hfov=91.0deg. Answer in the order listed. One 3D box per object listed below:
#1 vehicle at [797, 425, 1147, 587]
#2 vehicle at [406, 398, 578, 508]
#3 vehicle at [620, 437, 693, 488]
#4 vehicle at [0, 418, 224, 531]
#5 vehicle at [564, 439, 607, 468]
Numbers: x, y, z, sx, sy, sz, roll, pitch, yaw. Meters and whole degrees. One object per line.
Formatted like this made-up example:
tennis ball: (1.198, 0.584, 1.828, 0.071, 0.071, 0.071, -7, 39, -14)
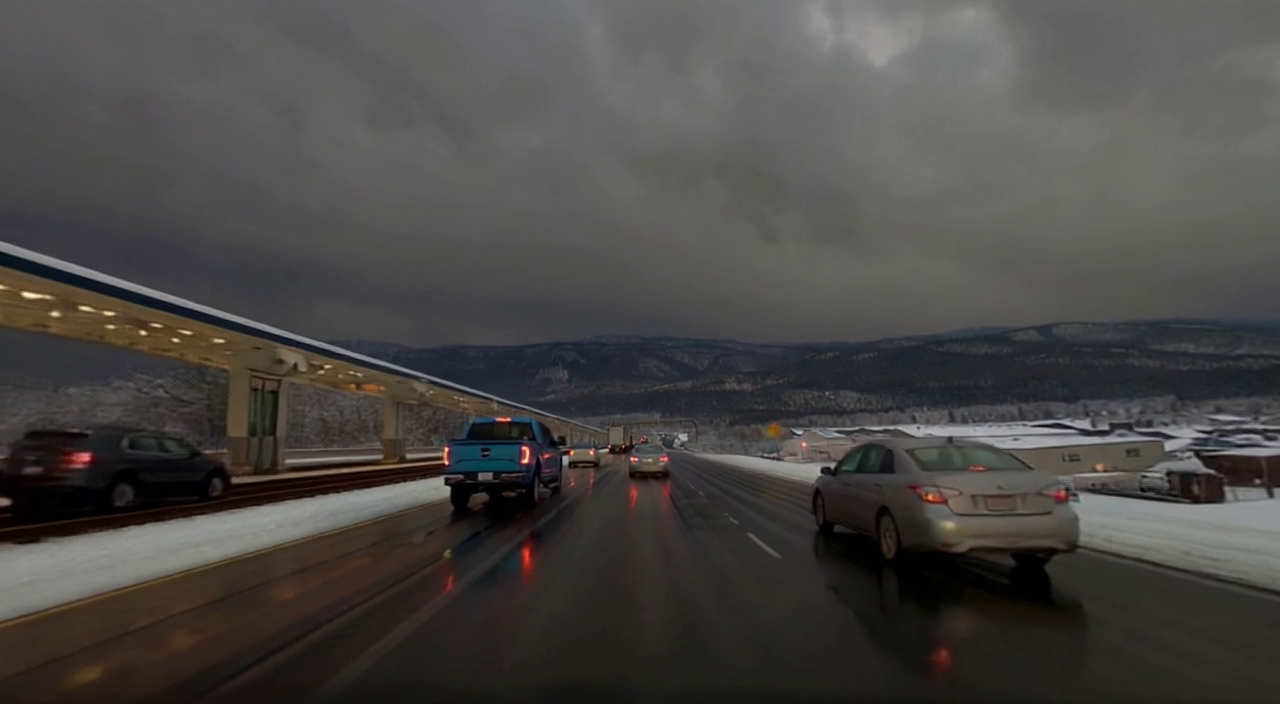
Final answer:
vehicle: (3.751, 1.816, 8.411, 2.023, 1.510, 4.773, 0, -8, -1)
vehicle: (-3.352, 2.564, 16.290, 2.733, 2.230, 6.820, 0, -8, 0)
vehicle: (0.459, 3.625, 20.949, 2.171, 1.493, 4.081, 0, -8, -1)
vehicle: (-10.657, 2.243, 12.114, 2.137, 1.728, 4.665, 0, -8, -1)
vehicle: (-3.255, 6.206, 38.716, 2.151, 1.613, 4.786, 0, -8, 1)
